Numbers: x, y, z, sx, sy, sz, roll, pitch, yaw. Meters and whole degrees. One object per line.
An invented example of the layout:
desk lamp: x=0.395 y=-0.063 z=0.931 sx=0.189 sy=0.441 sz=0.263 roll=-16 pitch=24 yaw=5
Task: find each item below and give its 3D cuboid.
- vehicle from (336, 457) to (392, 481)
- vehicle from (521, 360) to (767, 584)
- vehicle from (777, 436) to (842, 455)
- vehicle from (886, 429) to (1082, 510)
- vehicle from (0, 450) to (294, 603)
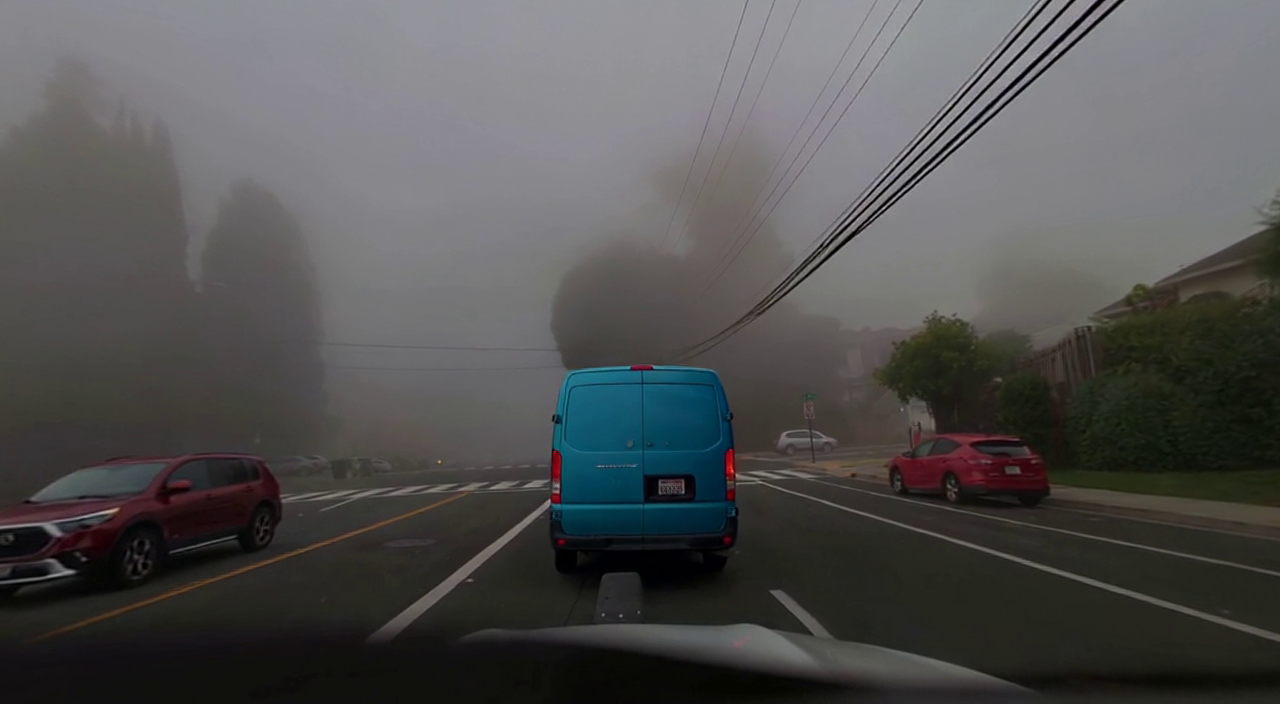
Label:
vehicle: x=-18.316 y=7.781 z=42.115 sx=1.816 sy=1.445 sz=4.120 roll=0 pitch=-9 yaw=1
vehicle: x=0.035 y=1.502 z=8.539 sx=2.342 sy=2.142 sz=4.809 roll=0 pitch=-9 yaw=0
vehicle: x=13.135 y=7.287 z=49.180 sx=4.483 sy=1.463 sz=1.805 roll=0 pitch=-9 yaw=-1
vehicle: x=7.358 y=2.547 z=14.127 sx=1.883 sy=1.504 sz=4.220 roll=0 pitch=-9 yaw=-2
vehicle: x=-7.472 y=2.372 z=9.603 sx=1.997 sy=1.724 sz=4.417 roll=0 pitch=-9 yaw=-2
